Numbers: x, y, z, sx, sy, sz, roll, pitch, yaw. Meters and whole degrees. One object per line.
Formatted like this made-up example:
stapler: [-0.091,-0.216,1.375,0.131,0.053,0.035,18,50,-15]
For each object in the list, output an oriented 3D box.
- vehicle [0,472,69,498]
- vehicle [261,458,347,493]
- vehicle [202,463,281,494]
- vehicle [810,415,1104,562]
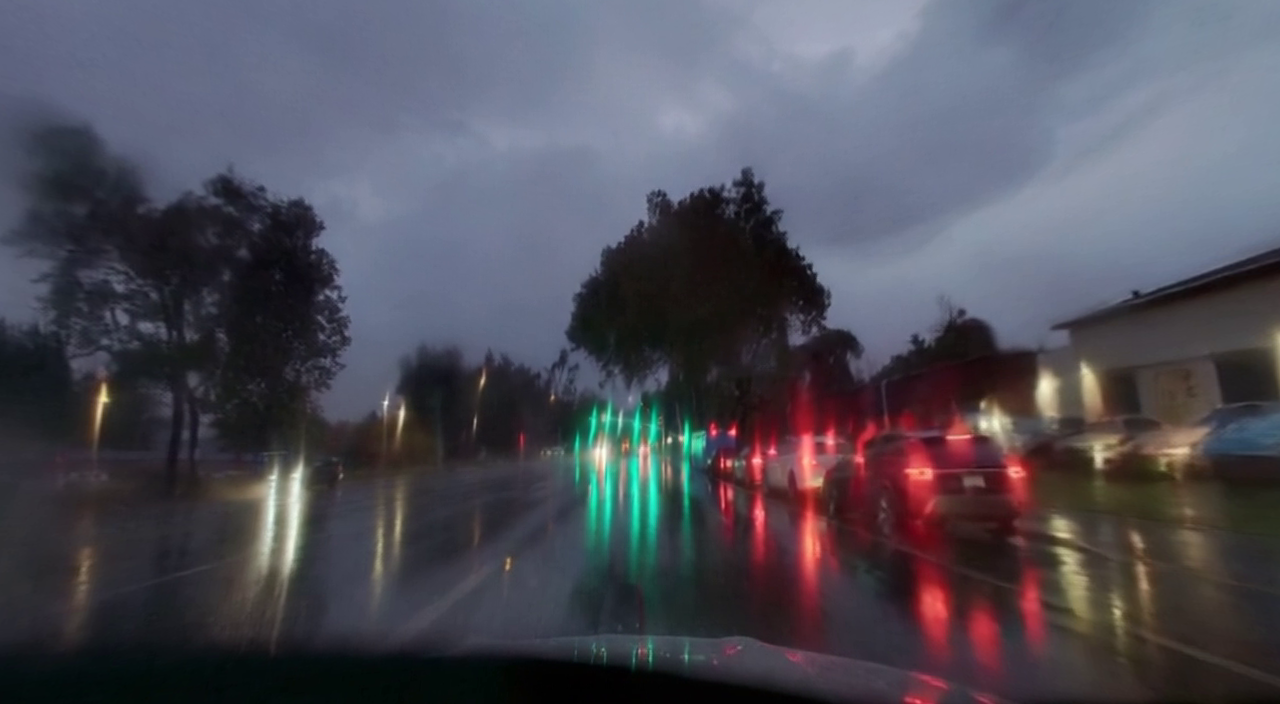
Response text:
vehicle: [-41.535,8.875,42.178,4.609,1.553,2.129,0,-9,-1]
vehicle: [-19.567,7.183,37.075,2.166,1.804,4.897,-1,-9,3]
vehicle: [-28.977,9.180,46.043,4.426,1.782,2.056,-4,-8,1]
vehicle: [4.447,1.998,10.009,2.094,1.731,4.763,0,-9,-1]
